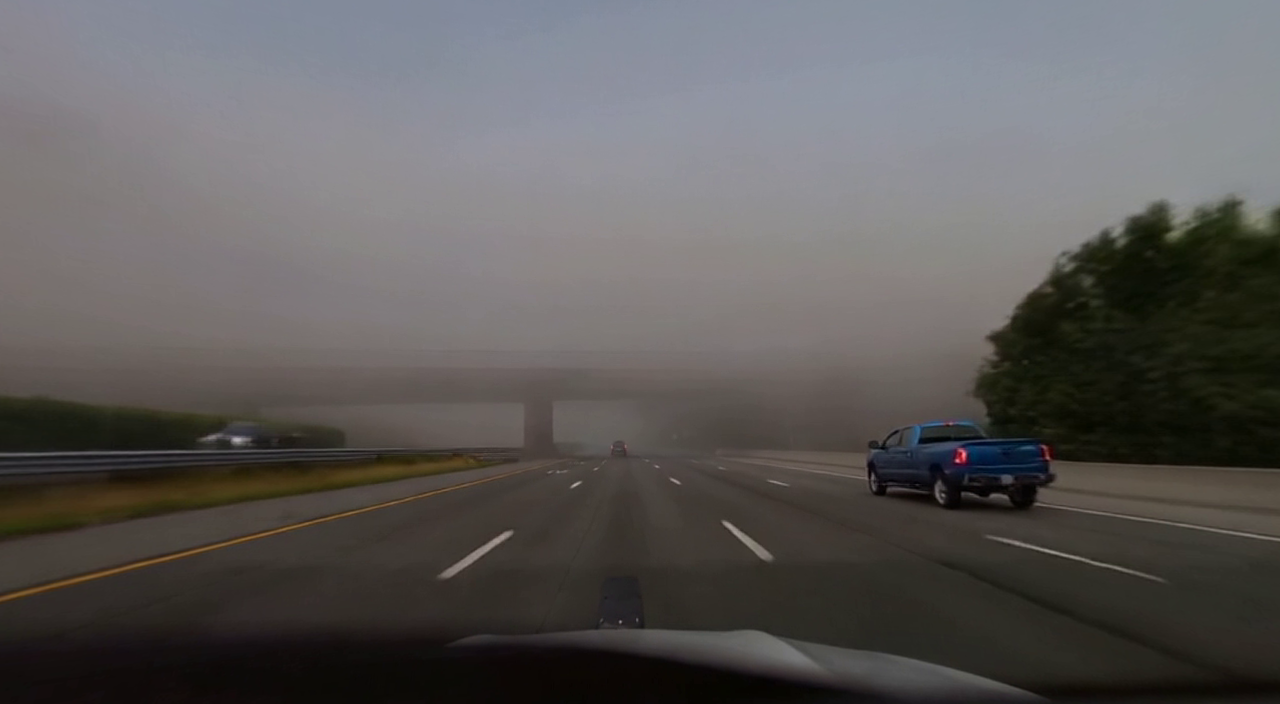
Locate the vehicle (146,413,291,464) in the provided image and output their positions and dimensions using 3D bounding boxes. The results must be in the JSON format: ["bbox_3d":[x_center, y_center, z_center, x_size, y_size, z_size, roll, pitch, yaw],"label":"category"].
[{"bbox_3d":[-16.250,3.415,24.812,2.329,1.768,4.989,0,-8,-2],"label":"vehicle"}]

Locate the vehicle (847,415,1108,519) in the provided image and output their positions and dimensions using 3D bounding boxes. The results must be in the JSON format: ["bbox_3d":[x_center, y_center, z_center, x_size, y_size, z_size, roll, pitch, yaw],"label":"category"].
[{"bbox_3d":[6.973,2.481,14.265,2.395,1.819,6.086,0,-9,-2],"label":"vehicle"}]
